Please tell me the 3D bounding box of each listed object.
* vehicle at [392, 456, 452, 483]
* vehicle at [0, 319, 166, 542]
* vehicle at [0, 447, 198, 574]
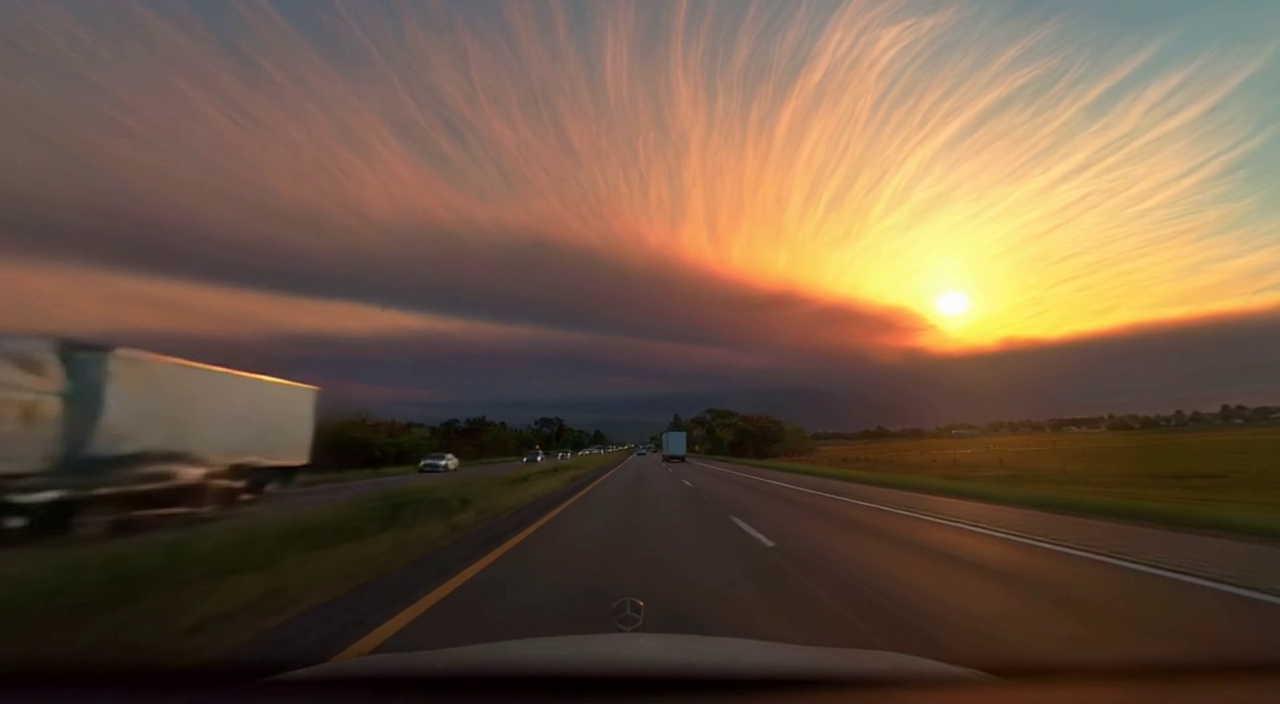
[{"bbox_3d":[-12.983,7.013,37.873,1.988,1.501,4.676,0,-9,0],"label":"vehicle"},{"bbox_3d":[-12.916,1.489,11.728,3.047,3.925,6.286,0,-9,0],"label":"vehicle"},{"bbox_3d":[-8.656,2.109,8.876,1.963,1.511,3.901,0,-9,0],"label":"vehicle"}]
